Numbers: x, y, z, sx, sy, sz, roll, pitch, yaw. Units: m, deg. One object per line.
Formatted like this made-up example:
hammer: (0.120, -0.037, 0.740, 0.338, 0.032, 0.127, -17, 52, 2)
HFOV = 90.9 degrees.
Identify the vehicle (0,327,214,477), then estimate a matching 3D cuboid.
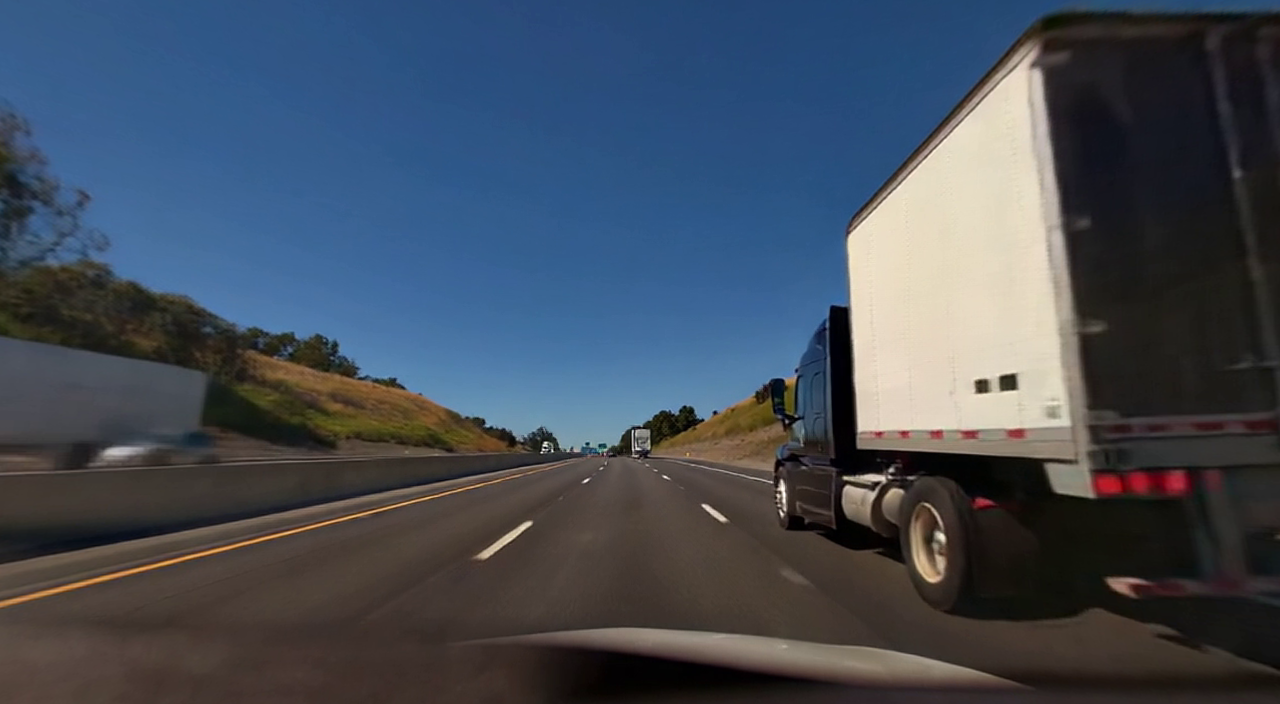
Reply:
vehicle: (-19.711, 1.809, 20.230, 3.413, 4.196, 12.063, 0, -9, 1)

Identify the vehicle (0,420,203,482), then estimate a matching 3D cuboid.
vehicle: (-15.386, 2.876, 18.382, 2.004, 1.551, 4.601, 0, -9, -1)

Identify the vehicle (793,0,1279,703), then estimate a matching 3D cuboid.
vehicle: (3.713, 0.237, 5.384, 3.045, 3.825, 6.161, 0, -9, -1)
